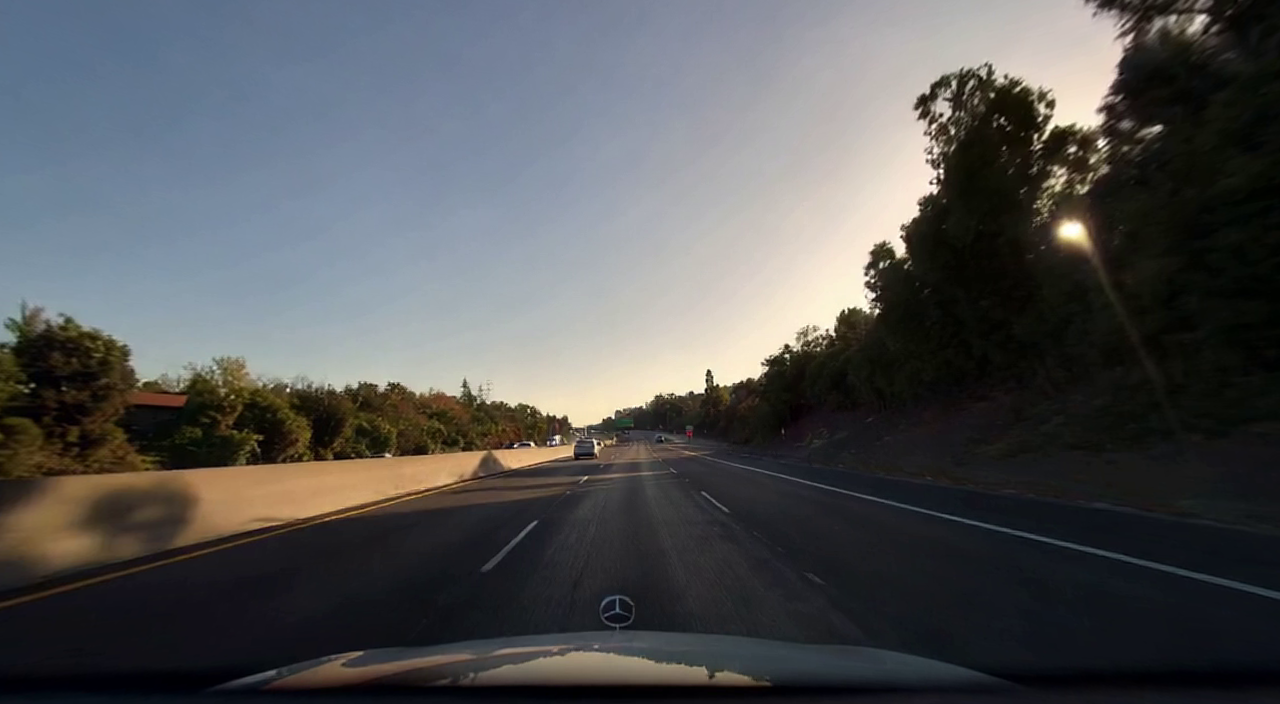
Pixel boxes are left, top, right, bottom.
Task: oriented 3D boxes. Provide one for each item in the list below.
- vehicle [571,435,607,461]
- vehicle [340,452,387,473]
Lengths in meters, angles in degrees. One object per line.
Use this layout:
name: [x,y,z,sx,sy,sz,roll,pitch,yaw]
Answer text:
vehicle: [-3.631,6.917,45.459,2.241,1.773,4.482,0,-8,-1]
vehicle: [-20.258,8.121,46.230,1.674,1.371,3.887,-1,-8,0]
